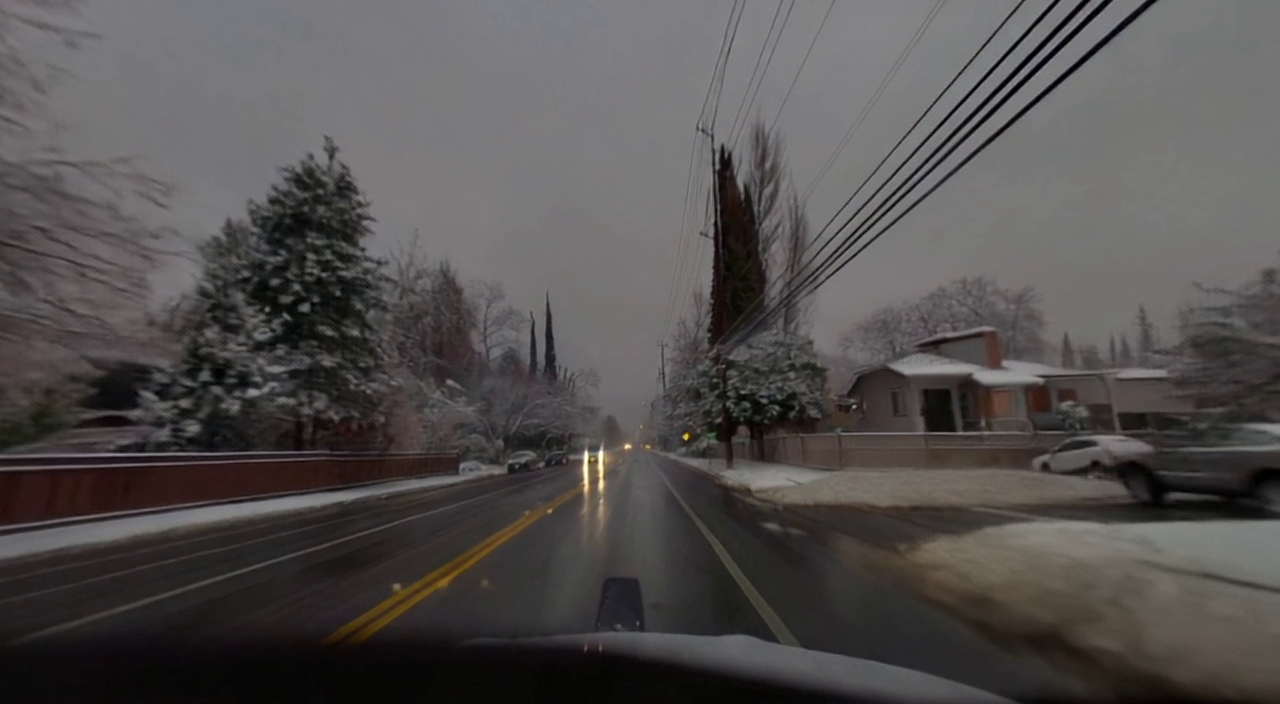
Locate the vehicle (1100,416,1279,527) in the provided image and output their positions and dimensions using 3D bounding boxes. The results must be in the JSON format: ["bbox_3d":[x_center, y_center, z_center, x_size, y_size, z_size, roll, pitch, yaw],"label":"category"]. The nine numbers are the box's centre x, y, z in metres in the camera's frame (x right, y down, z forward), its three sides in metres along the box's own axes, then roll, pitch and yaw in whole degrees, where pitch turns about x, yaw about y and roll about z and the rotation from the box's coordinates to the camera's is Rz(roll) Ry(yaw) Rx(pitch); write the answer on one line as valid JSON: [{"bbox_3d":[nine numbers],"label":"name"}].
[{"bbox_3d":[10.843,1.950,10.776,2.194,1.577,4.838,-5,-9,-1],"label":"vehicle"}]
